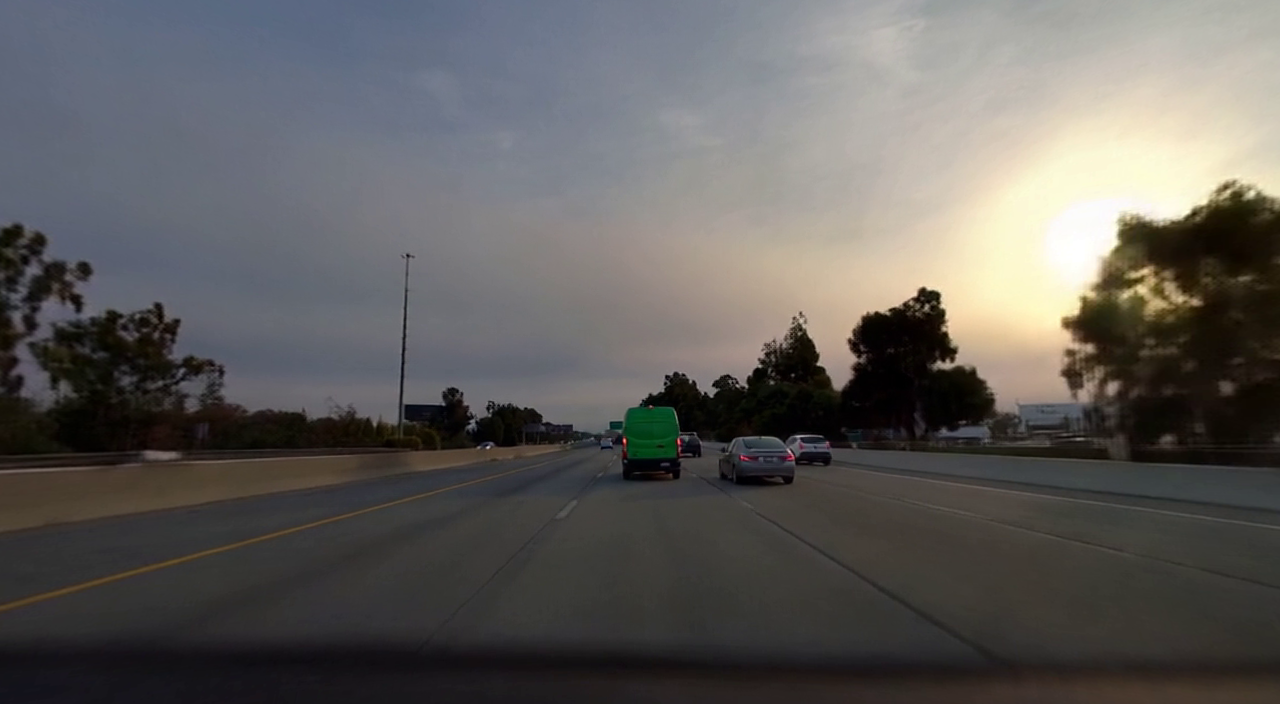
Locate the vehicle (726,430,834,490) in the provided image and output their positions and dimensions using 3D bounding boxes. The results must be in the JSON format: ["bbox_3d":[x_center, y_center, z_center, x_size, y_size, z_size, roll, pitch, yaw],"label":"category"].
[{"bbox_3d":[3.855,3.050,18.079,2.099,1.510,3.784,0,-8,-2],"label":"vehicle"}]

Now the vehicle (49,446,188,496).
[{"bbox_3d":[-20.469,4.642,24.923,1.971,1.673,4.180,-2,-8,0],"label":"vehicle"}]

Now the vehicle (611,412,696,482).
[{"bbox_3d":[0.283,3.274,21.726,2.546,2.087,5.404,0,-8,-3],"label":"vehicle"}]
